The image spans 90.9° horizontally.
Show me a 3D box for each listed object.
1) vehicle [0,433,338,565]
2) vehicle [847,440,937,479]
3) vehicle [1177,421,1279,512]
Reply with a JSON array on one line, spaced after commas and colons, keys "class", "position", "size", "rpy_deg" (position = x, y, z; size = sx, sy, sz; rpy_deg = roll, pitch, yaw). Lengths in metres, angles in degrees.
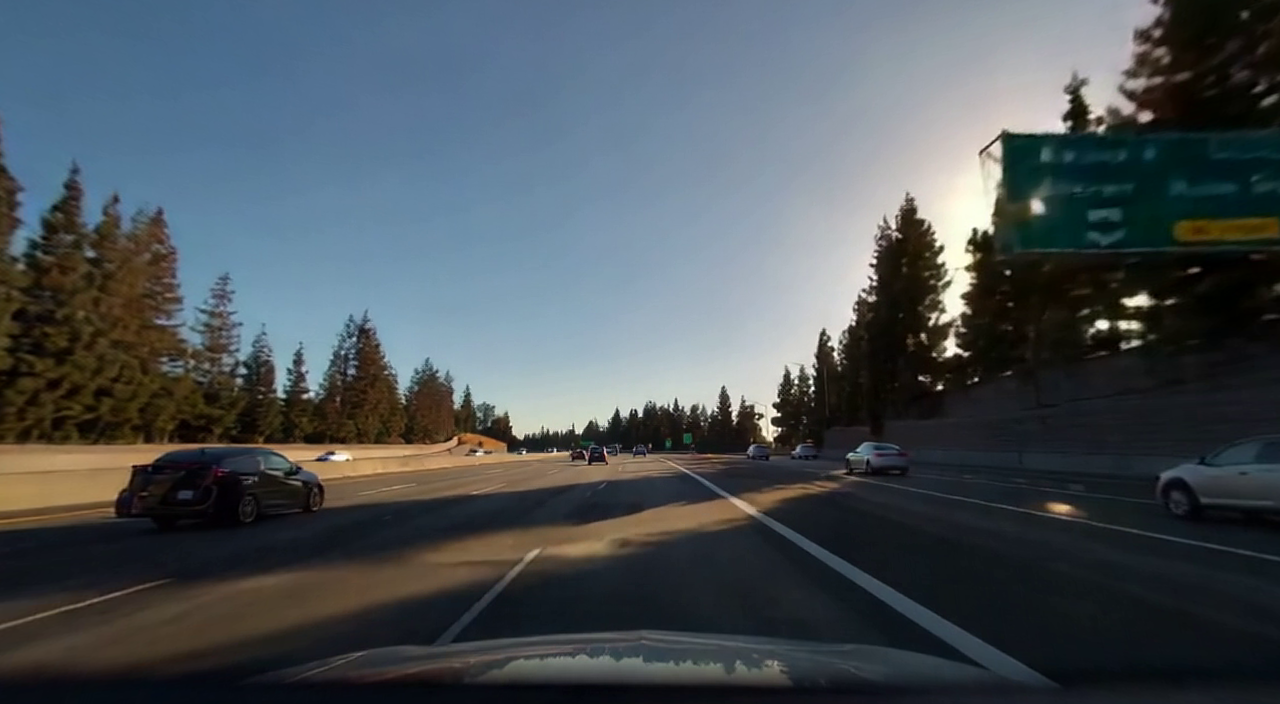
[{"class": "vehicle", "position": [-6.766, 2.008, 9.508], "size": [2.038, 1.463, 4.656], "rpy_deg": [0, -8, 1]}, {"class": "vehicle", "position": [11.001, 4.713, 27.935], "size": [2.201, 1.535, 4.735], "rpy_deg": [0, -8, 3]}, {"class": "vehicle", "position": [13.529, 2.214, 12.095], "size": [2.168, 1.753, 4.993], "rpy_deg": [0, -8, 3]}]
